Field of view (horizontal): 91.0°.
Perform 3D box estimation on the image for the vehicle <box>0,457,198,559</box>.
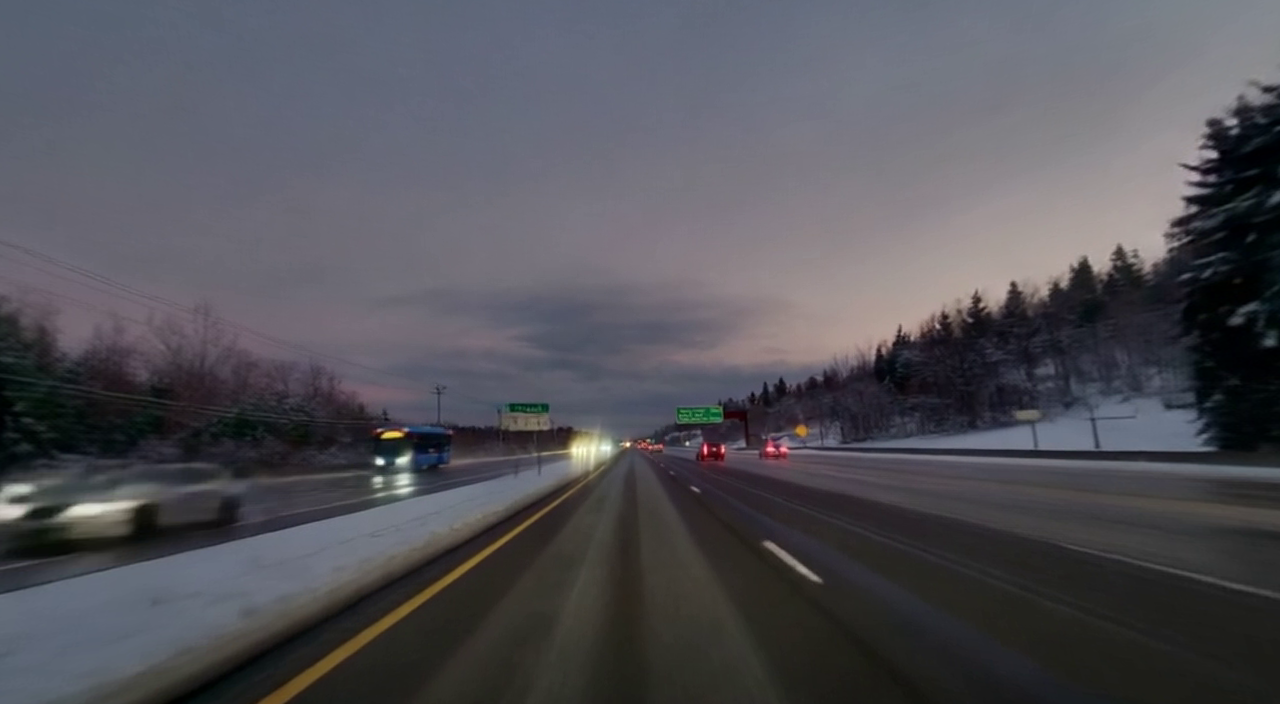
[{"bbox_3d":[-10.772,2.776,11.874,1.869,1.506,4.205,0,-9,-1],"label":"vehicle"}]
